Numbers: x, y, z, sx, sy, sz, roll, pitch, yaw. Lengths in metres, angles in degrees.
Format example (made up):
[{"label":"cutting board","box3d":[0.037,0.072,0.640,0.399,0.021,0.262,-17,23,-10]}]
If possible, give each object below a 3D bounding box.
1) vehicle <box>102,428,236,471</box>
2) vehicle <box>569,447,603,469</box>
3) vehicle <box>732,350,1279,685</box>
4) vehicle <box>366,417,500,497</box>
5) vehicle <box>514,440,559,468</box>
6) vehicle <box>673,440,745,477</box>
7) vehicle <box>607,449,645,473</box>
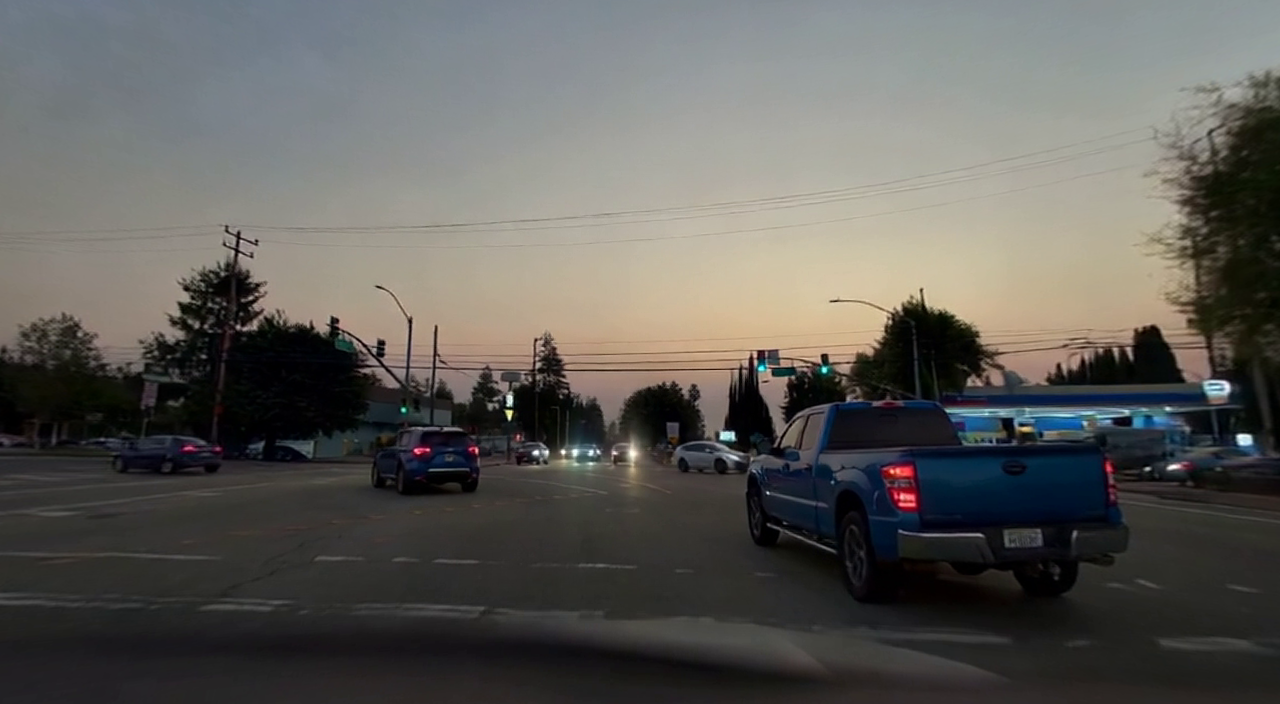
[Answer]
[{"label":"vehicle","box3d":[-20.182,4.188,27.111,4.498,1.725,1.921,-2,-8,10]},{"label":"vehicle","box3d":[-3.920,7.746,46.300,1.856,1.448,4.455,-1,-8,3]},{"label":"vehicle","box3d":[2.493,1.268,6.142,2.036,1.818,5.192,1,-8,-4]},{"label":"vehicle","box3d":[-5.836,2.828,17.360,2.141,1.842,4.889,5,-10,-34]},{"label":"vehicle","box3d":[-7.347,7.294,45.331,2.303,1.895,5.301,0,-8,1]},{"label":"vehicle","box3d":[3.355,5.305,31.763,1.977,1.726,4.721,2,-9,-15]},{"label":"vehicle","box3d":[-0.846,6.193,36.068,1.898,1.281,4.013,1,-8,-5]}]
